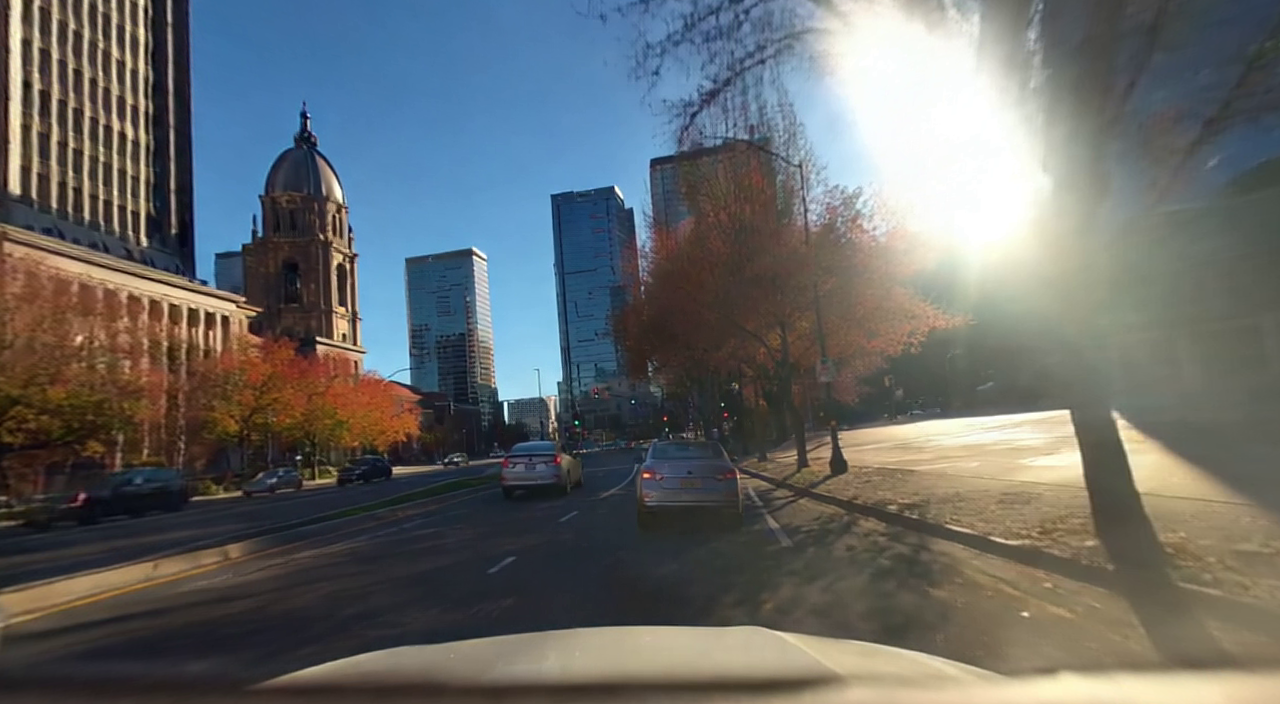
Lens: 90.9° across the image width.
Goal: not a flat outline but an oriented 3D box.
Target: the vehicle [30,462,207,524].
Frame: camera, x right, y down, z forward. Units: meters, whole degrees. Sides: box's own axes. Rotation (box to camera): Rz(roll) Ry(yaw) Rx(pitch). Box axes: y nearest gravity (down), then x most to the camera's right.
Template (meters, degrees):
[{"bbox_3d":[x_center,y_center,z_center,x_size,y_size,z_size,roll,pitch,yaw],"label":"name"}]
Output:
[{"bbox_3d":[-16.949,4.572,20.888,2.075,1.700,4.405,0,-9,-1],"label":"vehicle"}]

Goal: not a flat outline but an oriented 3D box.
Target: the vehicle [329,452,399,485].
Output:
[{"bbox_3d":[-16.747,7.067,38.572,2.024,1.782,4.827,0,-9,0],"label":"vehicle"}]

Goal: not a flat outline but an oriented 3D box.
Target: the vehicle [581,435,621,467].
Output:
[{"bbox_3d":[-2.254,5.853,37.425,1.969,1.764,4.160,0,-9,2],"label":"vehicle"}]

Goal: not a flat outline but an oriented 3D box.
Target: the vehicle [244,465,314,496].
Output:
[{"bbox_3d":[-23.389,8.338,41.086,2.003,1.747,4.505,0,-9,-2],"label":"vehicle"}]

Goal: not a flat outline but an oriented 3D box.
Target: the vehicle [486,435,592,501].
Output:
[{"bbox_3d":[-2.533,3.051,16.967,1.961,1.517,4.202,0,-9,3],"label":"vehicle"}]

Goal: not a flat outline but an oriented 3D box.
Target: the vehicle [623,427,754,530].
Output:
[{"bbox_3d":[0.756,2.171,11.301,1.933,1.504,3.802,0,-9,1],"label":"vehicle"}]
